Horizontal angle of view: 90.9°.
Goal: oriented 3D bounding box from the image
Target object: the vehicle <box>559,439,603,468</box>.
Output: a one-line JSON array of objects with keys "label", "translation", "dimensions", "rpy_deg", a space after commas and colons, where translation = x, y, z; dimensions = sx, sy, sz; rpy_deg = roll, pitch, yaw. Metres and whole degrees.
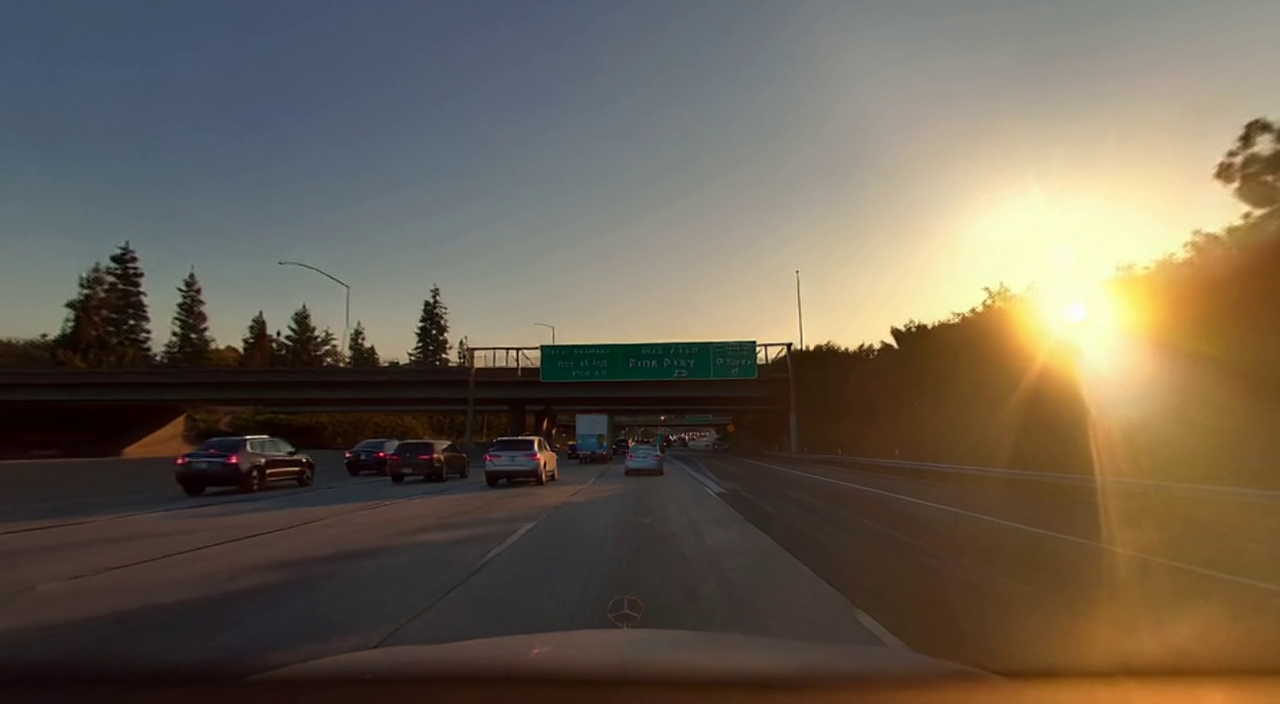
[{"label": "vehicle", "translation": [-3.601, 6.312, 39.475], "dimensions": [2.243, 1.683, 4.178], "rpy_deg": [0, -8, 1]}]

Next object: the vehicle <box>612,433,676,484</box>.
[{"label": "vehicle", "translation": [0.172, 3.899, 23.411], "dimensions": [2.180, 1.716, 3.920], "rpy_deg": [0, -8, 1]}]

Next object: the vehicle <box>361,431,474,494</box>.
[{"label": "vehicle", "translation": [-6.927, 3.475, 20.180], "dimensions": [1.998, 1.770, 4.222], "rpy_deg": [0, -8, 1]}]

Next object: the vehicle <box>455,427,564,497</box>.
[{"label": "vehicle", "translation": [-3.668, 3.203, 18.738], "dimensions": [2.125, 1.792, 4.466], "rpy_deg": [0, -8, 2]}]

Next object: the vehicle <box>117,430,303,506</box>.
[{"label": "vehicle", "translation": [-11.165, 3.018, 16.865], "dimensions": [1.871, 1.747, 4.342], "rpy_deg": [0, -8, 0]}]

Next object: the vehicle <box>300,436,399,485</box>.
[{"label": "vehicle", "translation": [-10.909, 4.087, 24.017], "dimensions": [1.863, 1.696, 3.885], "rpy_deg": [0, -8, 1]}]
